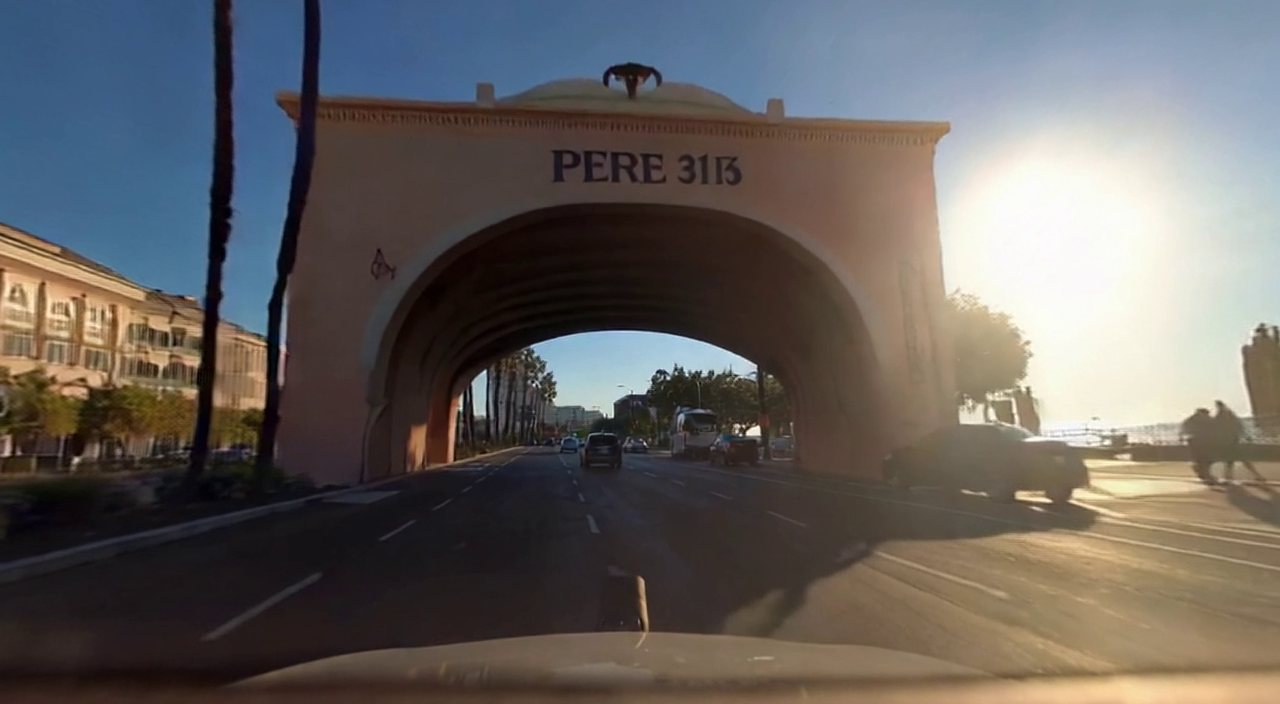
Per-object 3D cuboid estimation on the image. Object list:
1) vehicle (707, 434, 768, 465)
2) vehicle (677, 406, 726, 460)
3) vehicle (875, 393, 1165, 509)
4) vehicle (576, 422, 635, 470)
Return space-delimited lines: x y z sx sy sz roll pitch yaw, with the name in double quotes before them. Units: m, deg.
"vehicle" 5.083 5.174 33.577 2.015 1.486 4.501 1 -8 -7
"vehicle" 4.102 5.477 42.734 2.821 3.470 3.590 0 -8 -1
"vehicle" 7.878 2.175 14.167 2.417 2.030 5.711 1 -8 -7
"vehicle" -1.779 4.426 29.817 2.284 2.010 6.670 1 -8 -7
